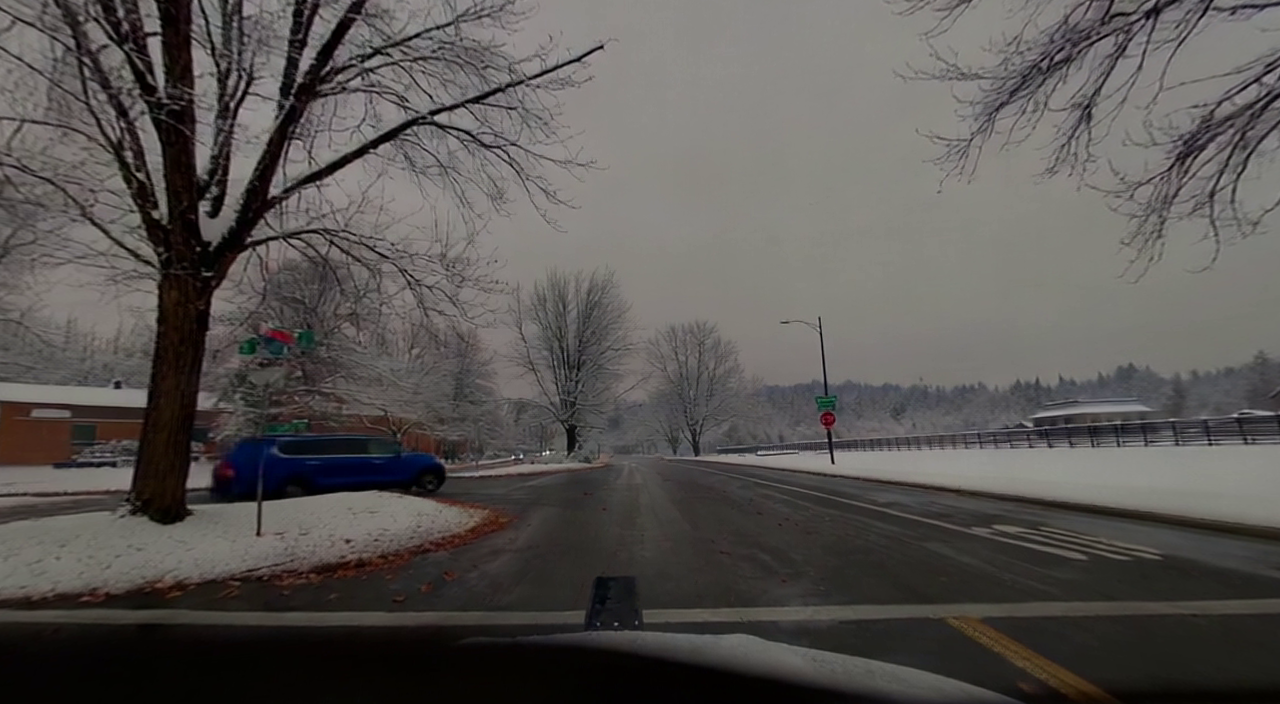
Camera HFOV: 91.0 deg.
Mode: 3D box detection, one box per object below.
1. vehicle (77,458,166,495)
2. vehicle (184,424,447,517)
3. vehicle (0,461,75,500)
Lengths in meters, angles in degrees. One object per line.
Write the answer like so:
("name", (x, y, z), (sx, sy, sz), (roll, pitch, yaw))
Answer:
("vehicle", (-26.218, 6.258, 31.940), (3.248, 1.720, 1.902), (7, -11, -38))
("vehicle", (-8.254, 3.013, 16.634), (2.284, 2.012, 5.607), (-8, -11, 41))
("vehicle", (-29.481, 5.963, 29.282), (4.410, 1.644, 1.907), (6, -11, -35))
